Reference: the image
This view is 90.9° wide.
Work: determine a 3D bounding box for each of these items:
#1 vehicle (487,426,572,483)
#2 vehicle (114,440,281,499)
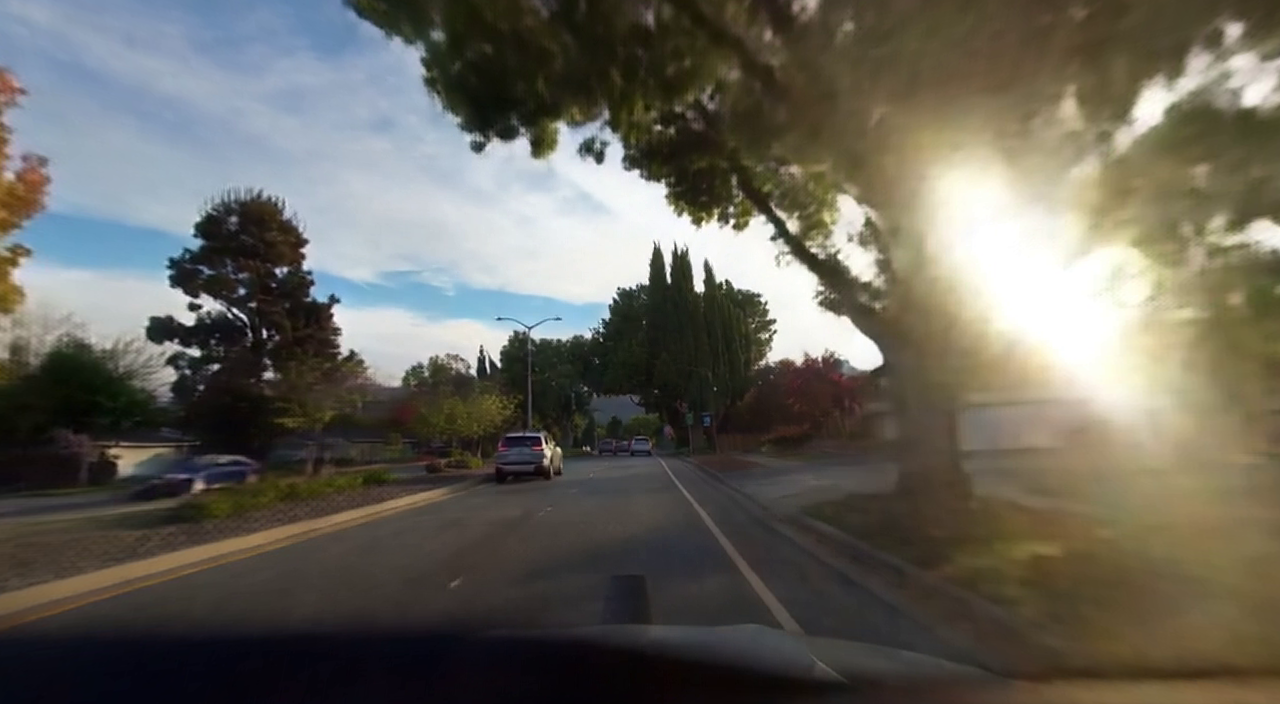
[{"bbox_3d":[-3.659,3.505,21.788,2.073,1.770,4.302,0,-8,1],"label":"vehicle"},{"bbox_3d":[-15.306,4.047,22.295,2.008,1.801,5.285,0,-8,0],"label":"vehicle"}]
